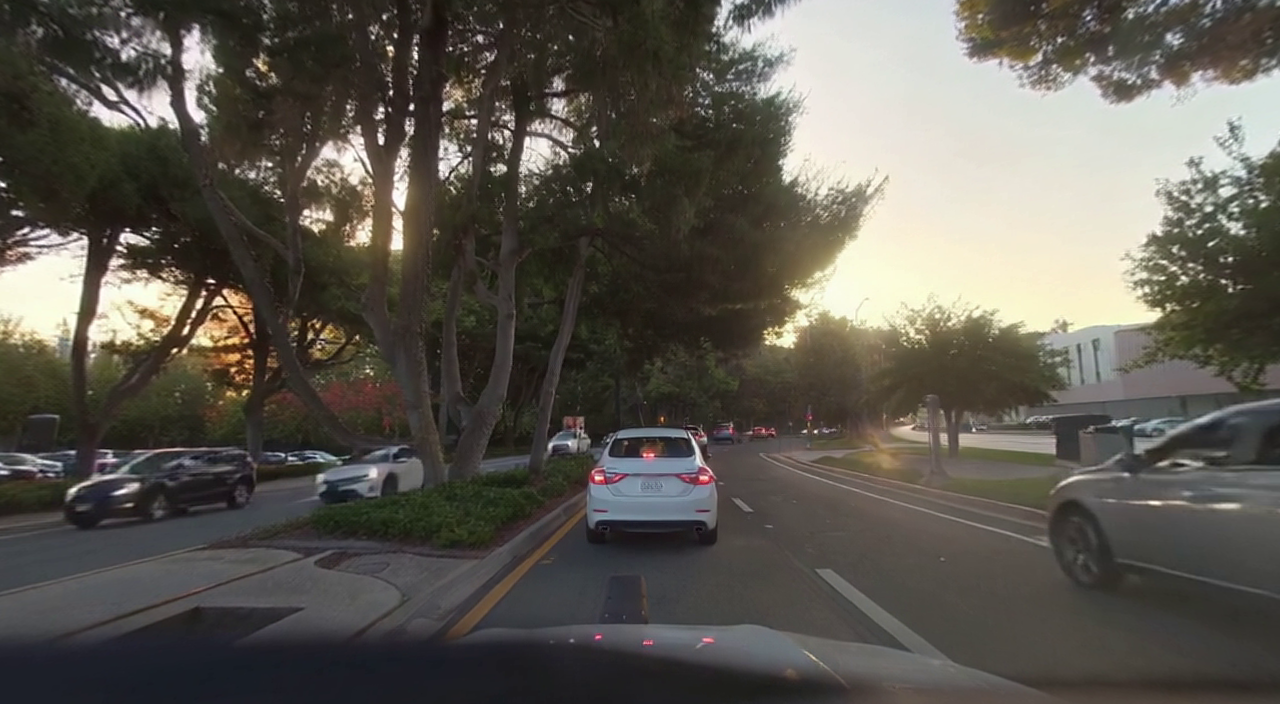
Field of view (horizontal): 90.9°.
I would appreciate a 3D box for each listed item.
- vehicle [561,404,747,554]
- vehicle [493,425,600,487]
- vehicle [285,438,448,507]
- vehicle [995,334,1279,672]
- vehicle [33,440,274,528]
[{"bbox_3d":[0.202,1.777,9.462,2.154,1.710,4.128,-1,-8,1],"label":"vehicle"},{"bbox_3d":[-2.922,3.402,20.966,2.057,1.786,4.725,-2,-8,11],"label":"vehicle"},{"bbox_3d":[-6.709,2.985,16.167,1.923,1.492,4.577,-1,-8,3],"label":"vehicle"},{"bbox_3d":[4.612,0.957,4.051,2.059,1.864,4.700,2,-8,2],"label":"vehicle"},{"bbox_3d":[-10.865,2.913,14.631,2.005,1.701,4.355,-1,-8,1],"label":"vehicle"}]
